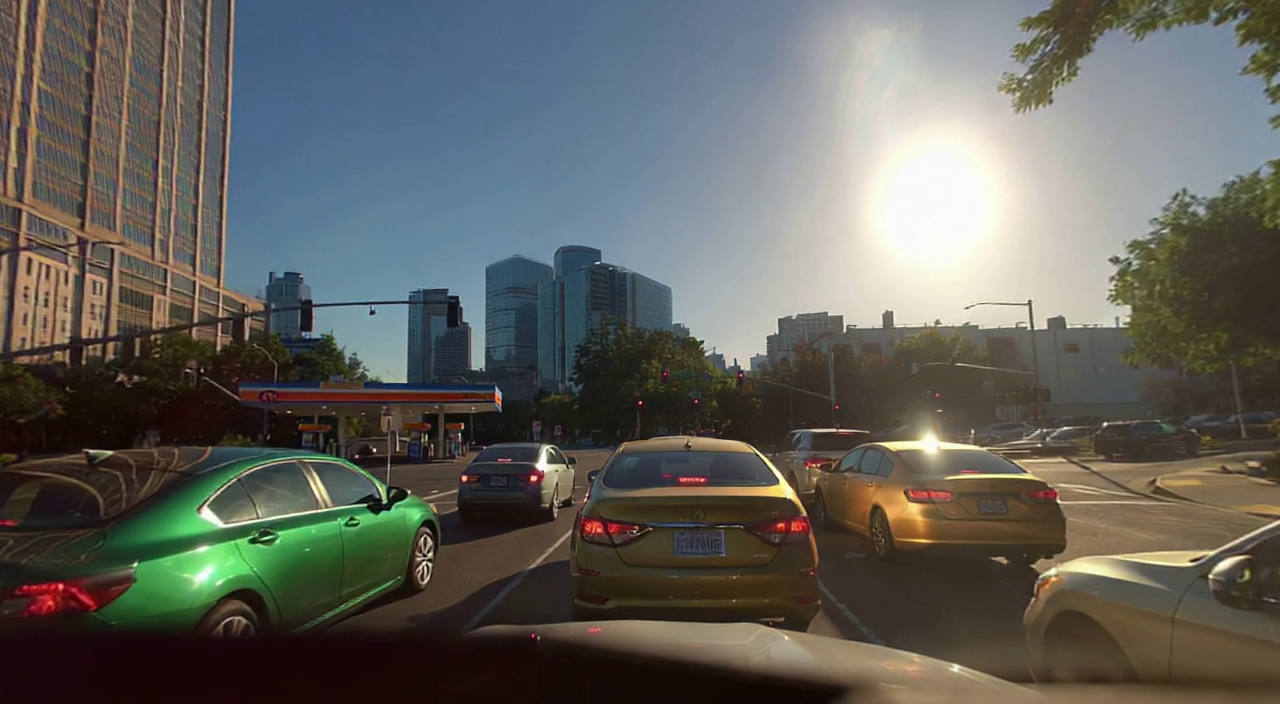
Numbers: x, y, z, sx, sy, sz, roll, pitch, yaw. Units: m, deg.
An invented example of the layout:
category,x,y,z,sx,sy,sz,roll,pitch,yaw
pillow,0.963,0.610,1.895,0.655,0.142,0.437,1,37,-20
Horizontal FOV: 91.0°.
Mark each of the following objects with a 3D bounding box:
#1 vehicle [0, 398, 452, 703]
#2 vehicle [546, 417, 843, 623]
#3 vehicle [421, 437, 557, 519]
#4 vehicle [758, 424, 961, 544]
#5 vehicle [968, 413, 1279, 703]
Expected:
category,x,y,z,sx,sy,sz,roll,pitch,yaw
vehicle,-3.000,1.253,4.613,1.887,1.493,4.255,0,-9,1
vehicle,0.350,1.582,6.941,2.220,1.507,4.317,0,-9,-2
vehicle,-3.039,2.638,13.691,1.867,1.474,4.237,0,-9,1
vehicle,3.406,2.127,10.764,1.947,1.630,4.127,0,-9,0
vehicle,4.186,1.125,3.587,1.950,1.497,4.686,0,-9,-2
